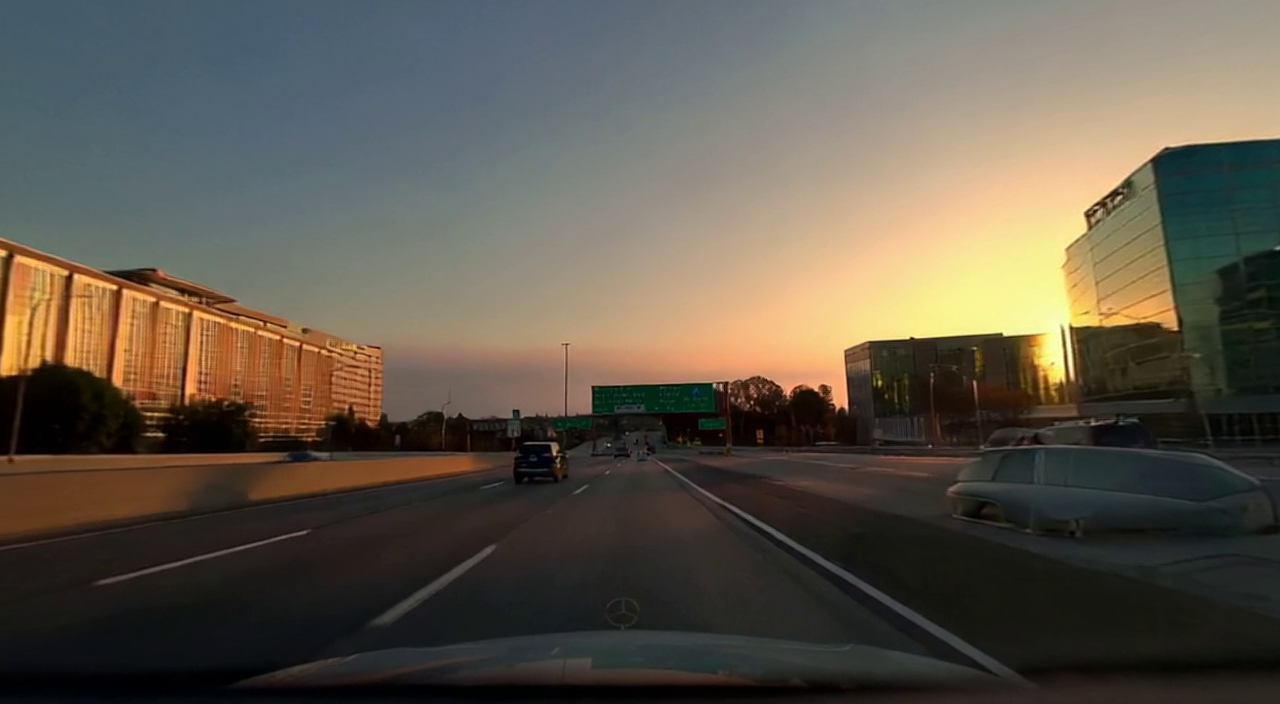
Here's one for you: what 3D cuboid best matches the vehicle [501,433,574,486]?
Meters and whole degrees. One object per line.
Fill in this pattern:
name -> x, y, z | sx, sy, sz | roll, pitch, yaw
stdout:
vehicle -> -3.719, 4.000, 23.752 | 2.047, 1.786, 4.217 | 0, -9, 0
